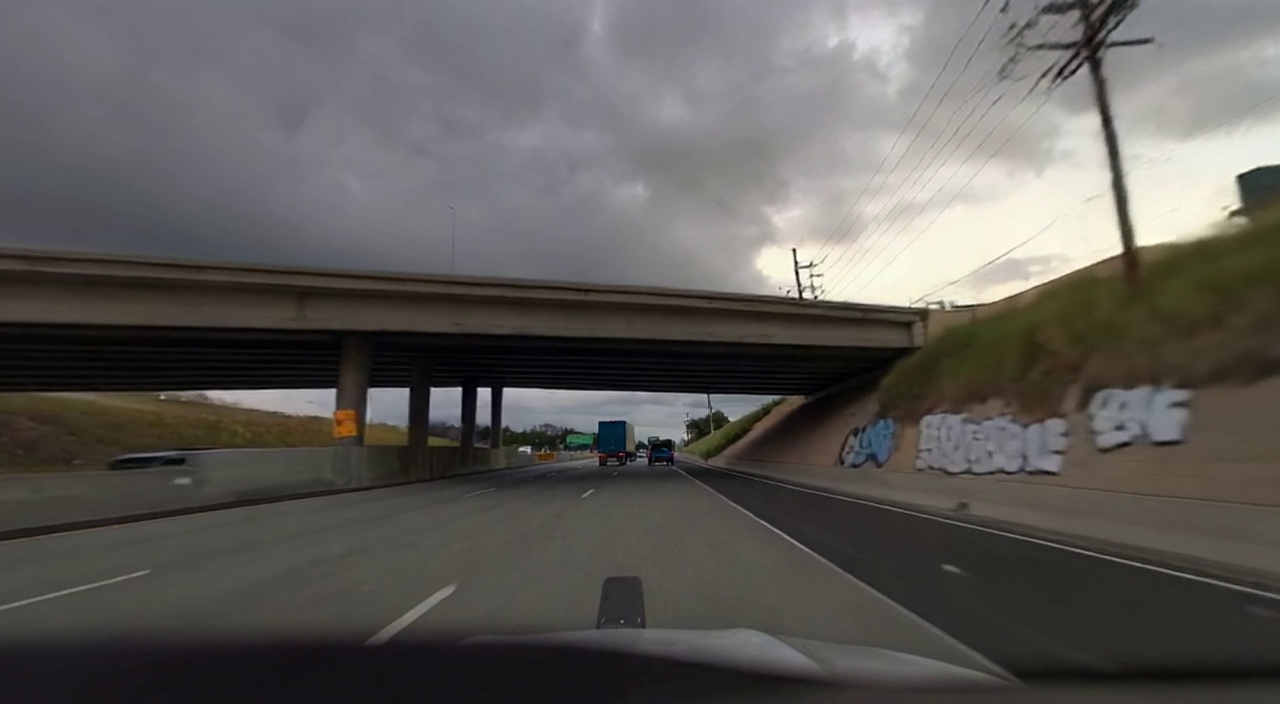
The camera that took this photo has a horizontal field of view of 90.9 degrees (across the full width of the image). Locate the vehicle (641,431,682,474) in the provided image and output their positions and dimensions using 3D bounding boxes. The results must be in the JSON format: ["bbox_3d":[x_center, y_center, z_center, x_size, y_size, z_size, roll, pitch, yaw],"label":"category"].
[{"bbox_3d":[1.315,6.661,41.932,2.462,2.627,5.799,0,-9,-1],"label":"vehicle"}]
